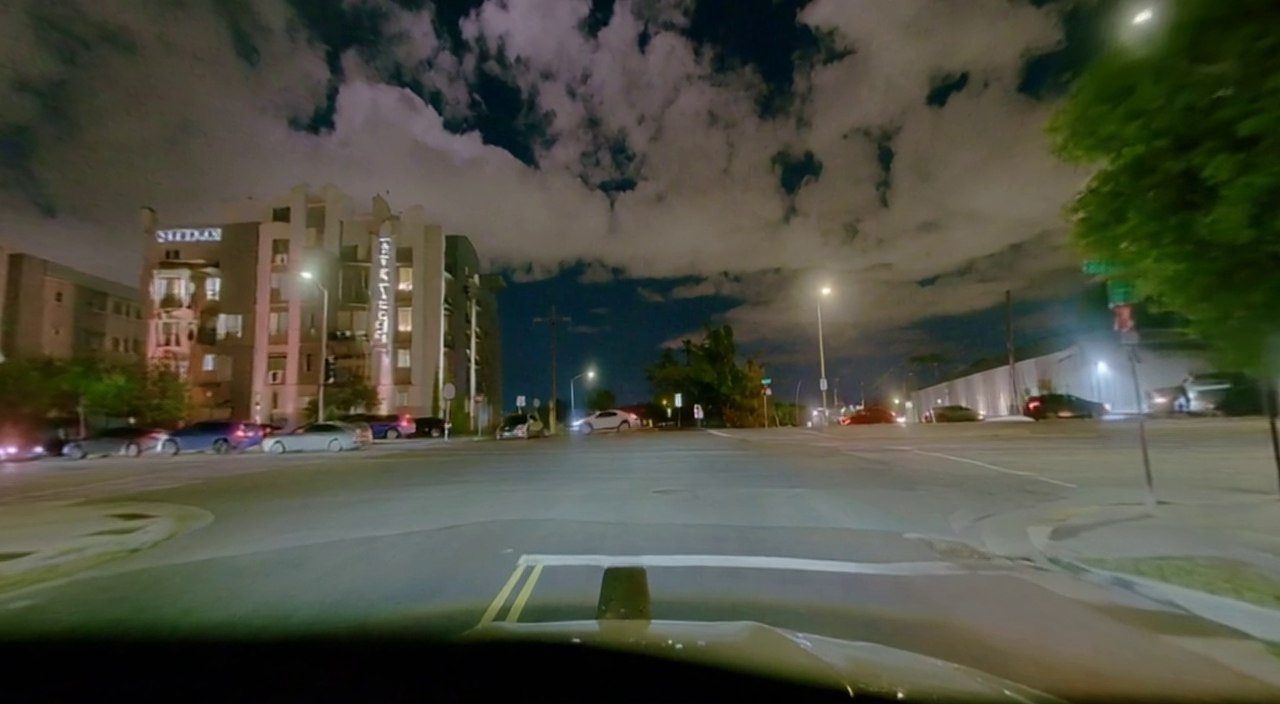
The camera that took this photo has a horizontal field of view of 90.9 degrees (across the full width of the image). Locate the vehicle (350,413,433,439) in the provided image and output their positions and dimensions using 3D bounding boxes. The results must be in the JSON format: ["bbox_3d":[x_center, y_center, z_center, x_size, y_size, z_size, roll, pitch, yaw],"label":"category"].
[{"bbox_3d":[-16.234,4.906,41.373,2.010,1.583,4.582,-6,-11,36],"label":"vehicle"}]

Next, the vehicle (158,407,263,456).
[{"bbox_3d":[-20.758,3.883,30.549,3.506,2.261,2.158,-1,-9,8],"label":"vehicle"}]

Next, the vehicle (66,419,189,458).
[{"bbox_3d":[-25.246,4.290,31.110,4.696,1.801,1.948,-2,-9,10],"label":"vehicle"}]

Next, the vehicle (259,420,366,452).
[{"bbox_3d":[-15.514,3.999,29.951,4.233,1.432,1.755,-2,-9,8],"label":"vehicle"}]

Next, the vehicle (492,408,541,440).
[{"bbox_3d":[-7.288,4.364,37.755,2.156,1.620,4.945,3,-9,-3],"label":"vehicle"}]

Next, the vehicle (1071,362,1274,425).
[{"bbox_3d":[34.655,2.765,41.237,10.986,3.604,2.707,-2,-7,-4],"label":"vehicle"}]
